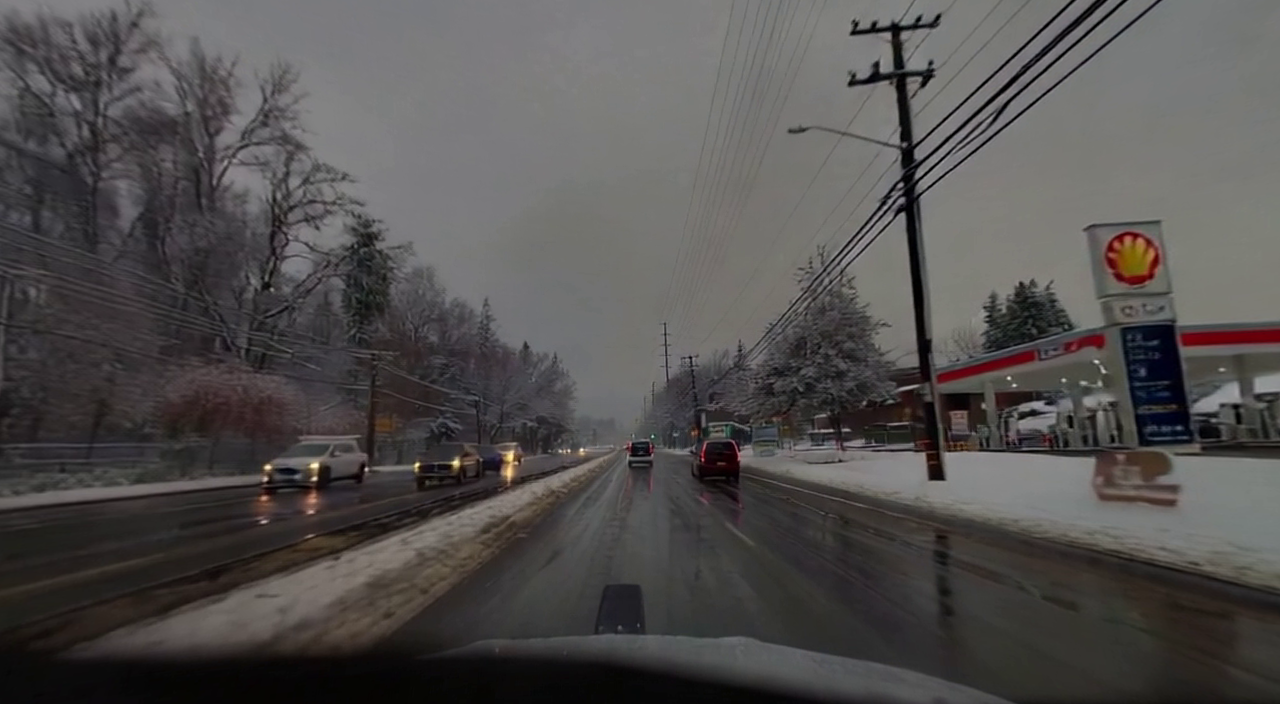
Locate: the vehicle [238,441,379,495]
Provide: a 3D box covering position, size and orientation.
[{"bbox_3d":[-12.802,4.497,25.020,2.415,1.828,5.778,-1,-8,0],"label":"vehicle"}]

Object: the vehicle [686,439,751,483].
[{"bbox_3d":[3.103,4.394,25.751,1.990,1.592,4.294,0,-8,-1],"label":"vehicle"}]

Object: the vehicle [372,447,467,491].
[{"bbox_3d":[-8.360,4.436,24.475,2.180,1.484,4.612,0,-8,-2],"label":"vehicle"}]

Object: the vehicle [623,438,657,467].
[{"bbox_3d":[-0.041,6.771,42.714,2.163,1.825,4.073,0,-8,-1],"label":"vehicle"}]

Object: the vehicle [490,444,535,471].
[{"bbox_3d":[-8.584,7.167,43.053,2.089,1.693,4.546,-1,-8,1],"label":"vehicle"}]
